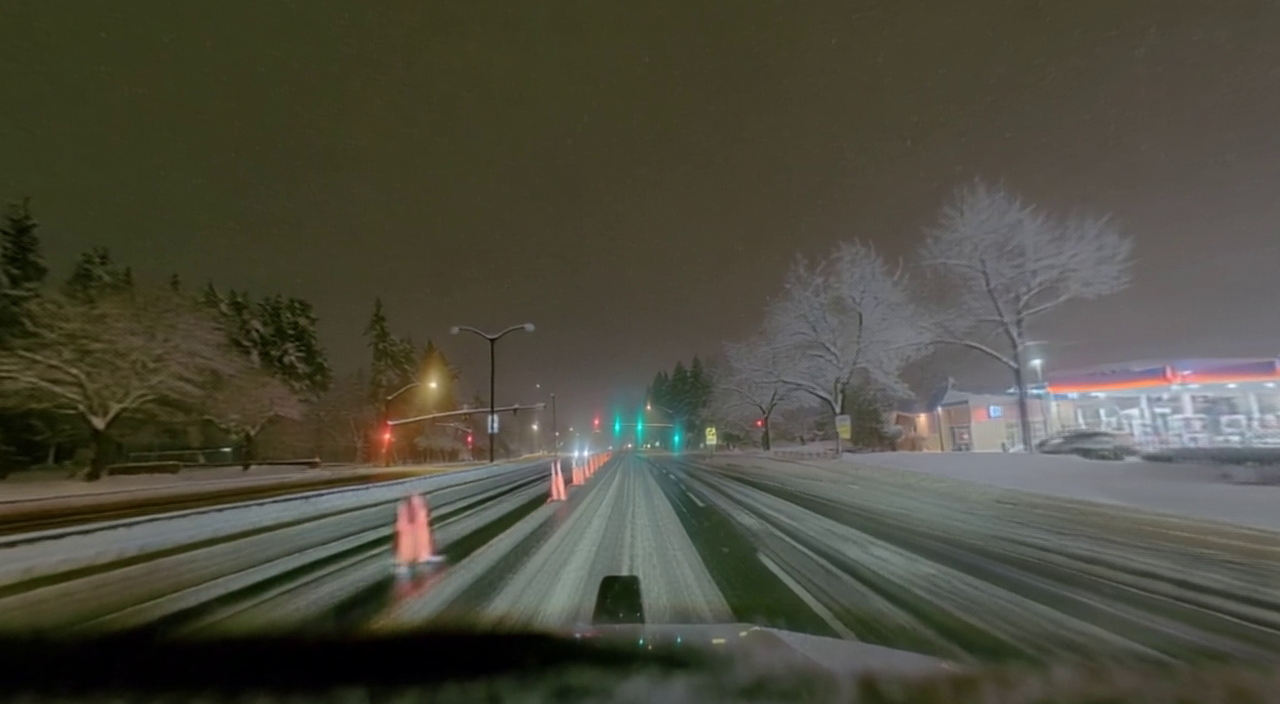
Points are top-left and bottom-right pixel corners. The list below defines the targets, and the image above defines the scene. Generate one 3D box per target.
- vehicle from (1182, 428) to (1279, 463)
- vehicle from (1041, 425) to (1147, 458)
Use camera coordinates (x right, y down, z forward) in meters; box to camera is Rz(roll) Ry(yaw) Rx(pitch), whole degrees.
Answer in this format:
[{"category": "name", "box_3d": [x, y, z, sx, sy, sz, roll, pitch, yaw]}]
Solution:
[{"category": "vehicle", "box_3d": [29.877, 4.692, 31.688, 1.784, 1.567, 3.930, -2, -9, -1]}, {"category": "vehicle", "box_3d": [20.828, 4.123, 29.074, 3.526, 1.430, 1.698, 0, -9, 1]}]
